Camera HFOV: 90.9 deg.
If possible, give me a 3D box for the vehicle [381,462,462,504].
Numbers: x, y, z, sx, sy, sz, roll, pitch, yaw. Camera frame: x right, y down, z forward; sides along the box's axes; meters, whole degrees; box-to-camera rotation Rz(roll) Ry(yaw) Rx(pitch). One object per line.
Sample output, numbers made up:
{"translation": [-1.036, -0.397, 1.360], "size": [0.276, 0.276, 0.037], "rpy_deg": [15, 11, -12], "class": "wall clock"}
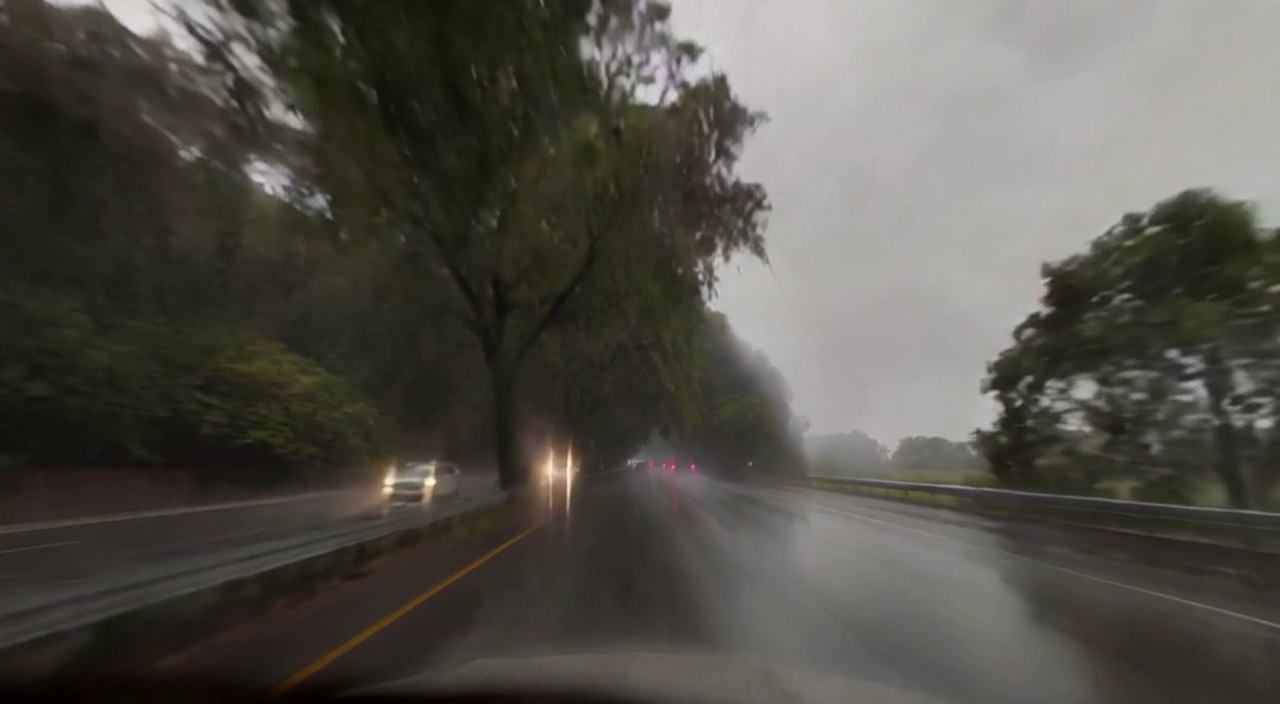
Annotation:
{"translation": [-7.929, 4.780, 23.215], "size": [1.680, 1.405, 3.585], "rpy_deg": [1, -10, 0], "class": "vehicle"}
